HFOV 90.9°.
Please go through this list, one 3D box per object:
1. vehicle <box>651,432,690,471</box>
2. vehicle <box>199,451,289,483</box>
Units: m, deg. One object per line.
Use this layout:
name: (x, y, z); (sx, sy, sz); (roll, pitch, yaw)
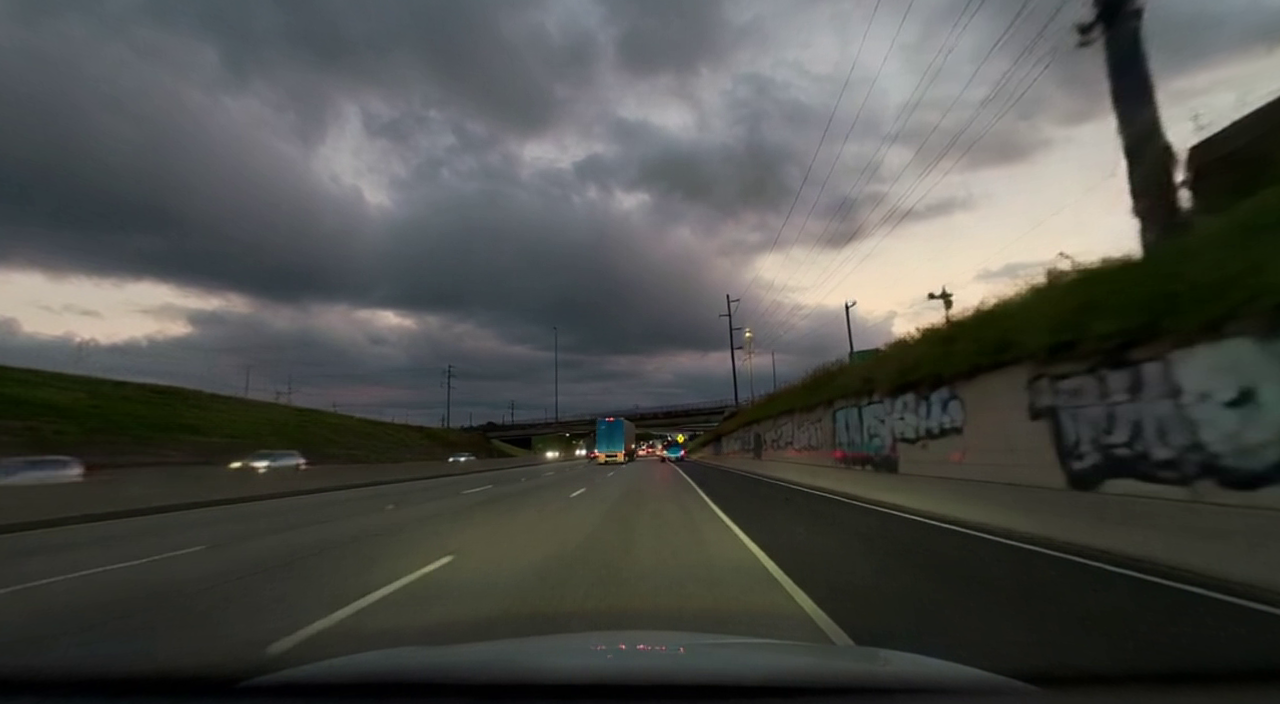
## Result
vehicle: (2.161, 7.308, 46.352); (2.462, 2.627, 5.799); (0, -9, -1)
vehicle: (-22.290, 6.474, 35.745); (1.905, 1.643, 4.747); (0, -9, 2)
